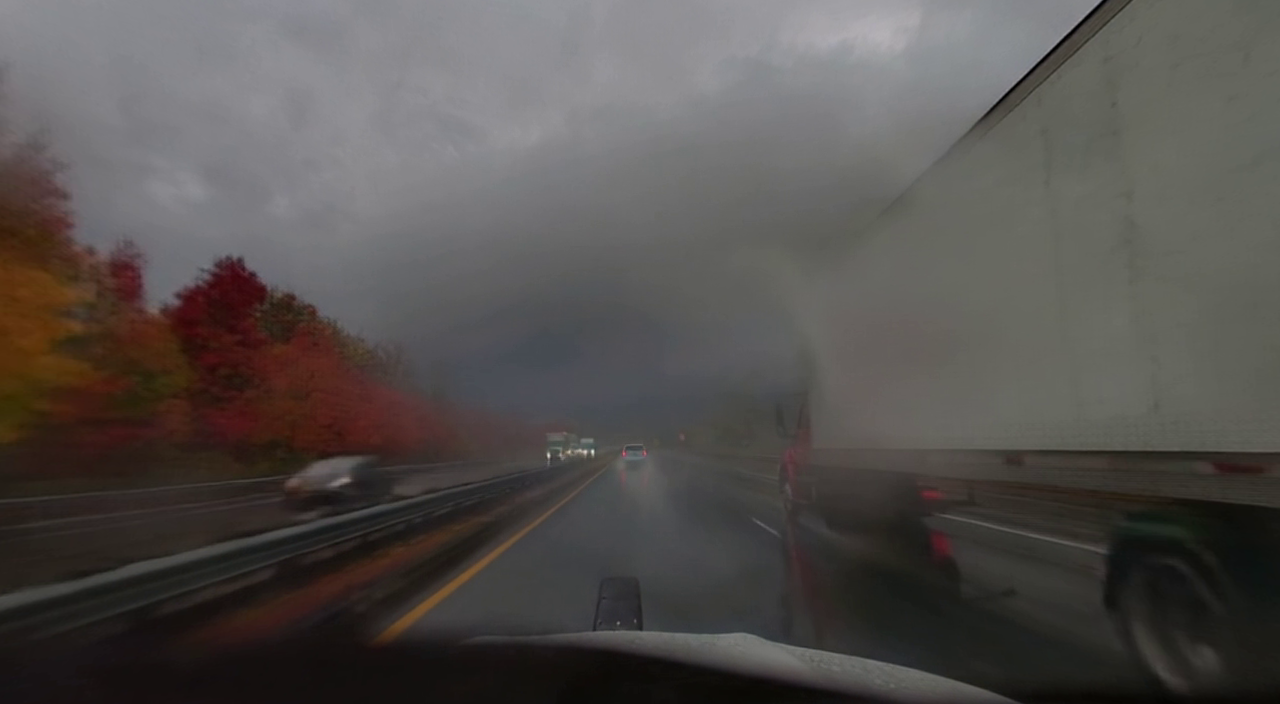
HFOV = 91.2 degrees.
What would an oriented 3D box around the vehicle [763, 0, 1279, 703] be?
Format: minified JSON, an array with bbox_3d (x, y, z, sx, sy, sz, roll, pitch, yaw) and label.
[{"bbox_3d":[4.276,0.223,6.564,3.068,4.042,13.787,0,-9,0],"label":"vehicle"}]

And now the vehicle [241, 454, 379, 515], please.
[{"bbox_3d":[-9.438,3.796,18.368,1.841,1.503,3.978,-1,-9,0],"label":"vehicle"}]

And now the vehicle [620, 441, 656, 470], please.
[{"bbox_3d":[-0.169,6.526,39.537,2.151,1.693,4.201,0,-9,-1],"label":"vehicle"}]
